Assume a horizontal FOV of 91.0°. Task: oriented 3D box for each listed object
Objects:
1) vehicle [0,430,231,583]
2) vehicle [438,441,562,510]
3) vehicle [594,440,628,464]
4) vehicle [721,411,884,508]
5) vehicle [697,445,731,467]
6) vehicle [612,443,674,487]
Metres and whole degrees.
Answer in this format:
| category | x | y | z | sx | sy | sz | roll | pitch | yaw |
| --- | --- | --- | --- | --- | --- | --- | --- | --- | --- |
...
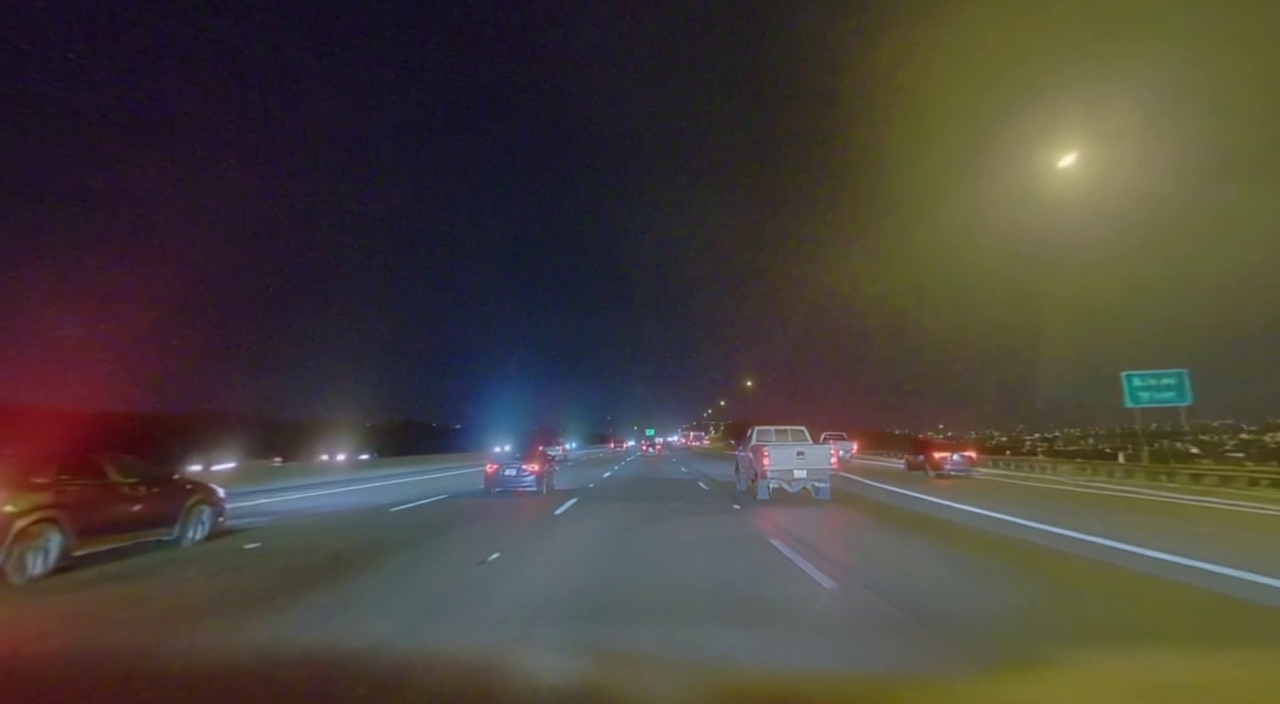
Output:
| category | x | y | z | sx | sy | sz | roll | pitch | yaw |
| --- | --- | --- | --- | --- | --- | --- | --- | --- | --- |
| vehicle | -7.476 | 1.747 | 7.545 | 2.065 | 1.519 | 4.491 | 0 | -9 | 1 |
| vehicle | -3.354 | 3.057 | 16.078 | 1.996 | 1.488 | 4.451 | 0 | -9 | 2 |
| vehicle | -2.205 | 7.874 | 49.611 | 2.261 | 1.759 | 4.297 | -1 | -9 | 3 |
| vehicle | 4.081 | 2.934 | 17.510 | 2.802 | 2.151 | 6.579 | 0 | -9 | 0 |
| vehicle | 5.280 | 7.474 | 45.374 | 2.023 | 1.507 | 4.510 | 0 | -9 | 2 |
| vehicle | 0.145 | 4.131 | 23.329 | 2.071 | 1.478 | 4.130 | 0 | -9 | 1 |
